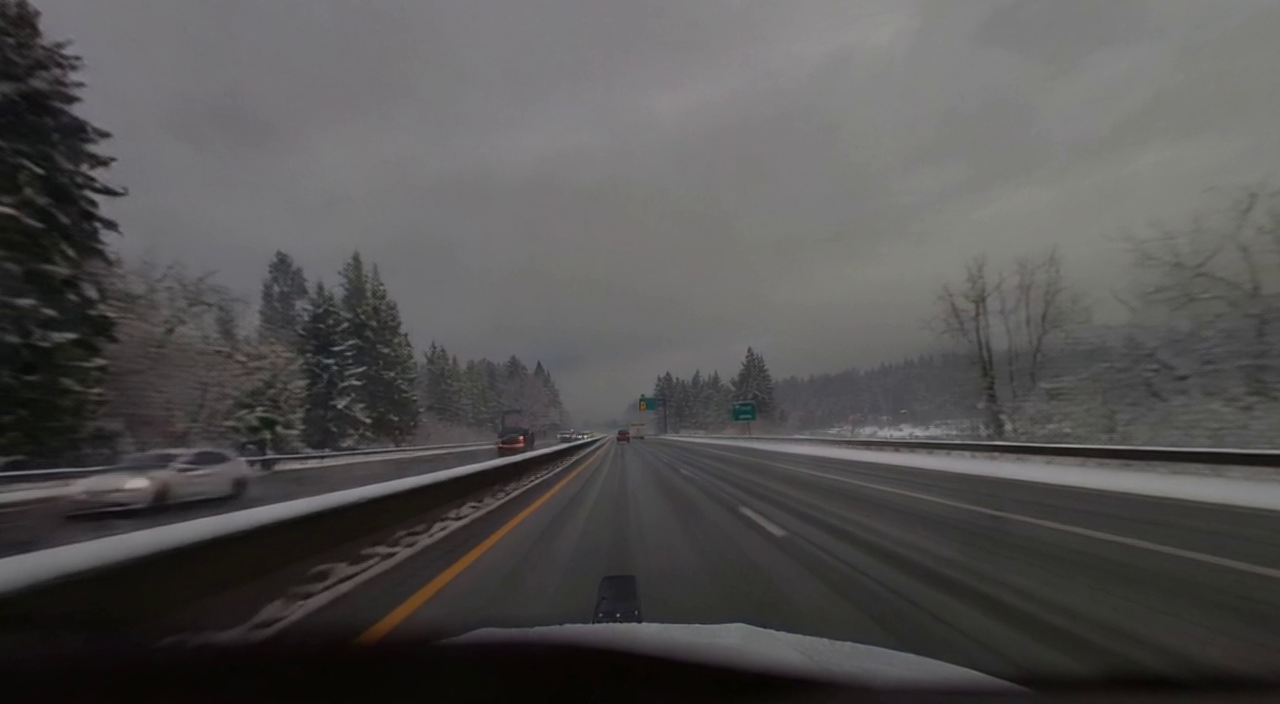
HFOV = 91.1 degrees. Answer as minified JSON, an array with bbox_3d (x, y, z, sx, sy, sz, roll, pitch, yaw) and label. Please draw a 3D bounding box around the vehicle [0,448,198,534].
[{"bbox_3d":[-13.177,3.137,14.930,1.985,1.608,4.652,0,-8,-1],"label":"vehicle"}]
